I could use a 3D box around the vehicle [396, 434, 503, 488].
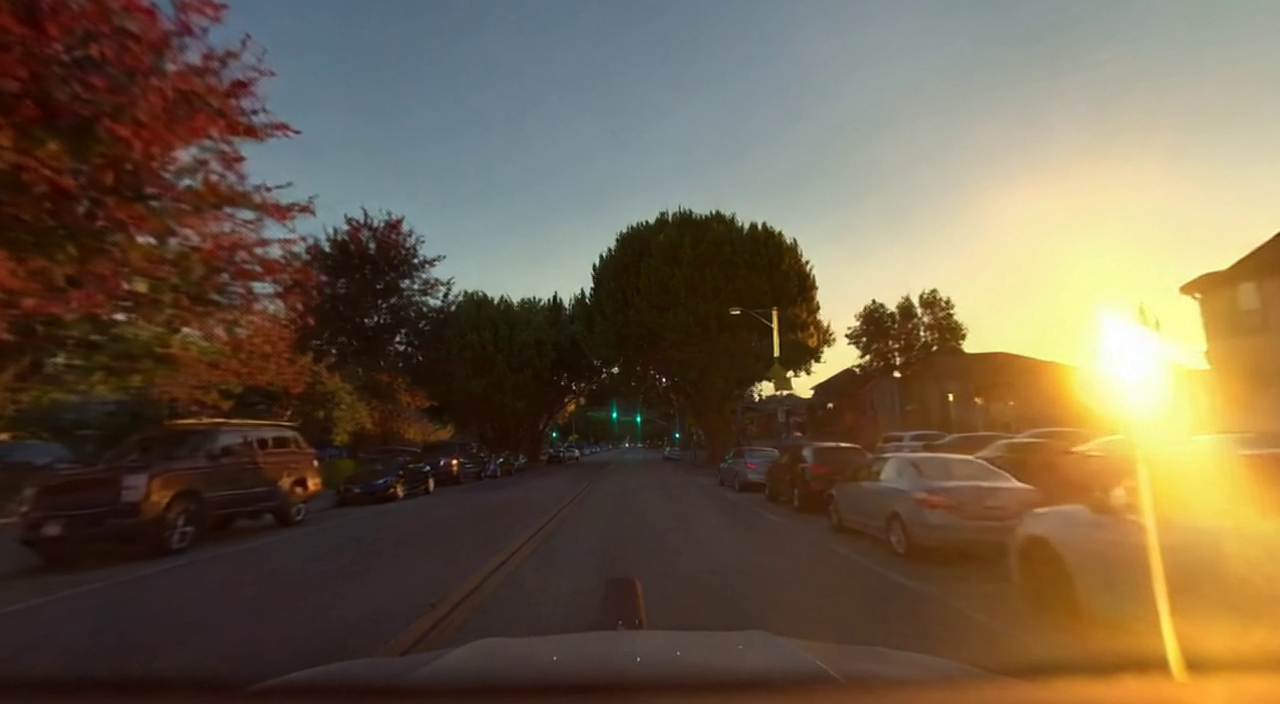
[{"bbox_3d":[-7.686,4.451,26.212,2.613,1.959,5.843,0,-8,0],"label":"vehicle"}]

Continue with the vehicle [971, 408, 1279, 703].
[{"bbox_3d":[3.784,1.047,2.907,2.009,1.547,4.574,0,-8,0],"label":"vehicle"}]

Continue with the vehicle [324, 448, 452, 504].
[{"bbox_3d":[-7.593,3.751,19.584,2.057,1.486,4.759,0,-8,-1],"label":"vehicle"}]

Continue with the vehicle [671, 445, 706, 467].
[{"bbox_3d":[3.373,7.403,44.992,2.005,1.466,4.767,0,-8,-2],"label":"vehicle"}]

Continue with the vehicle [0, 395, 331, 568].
[{"bbox_3d":[-7.635,2.030,10.720,2.146,2.167,5.339,0,-8,-2],"label":"vehicle"}]
